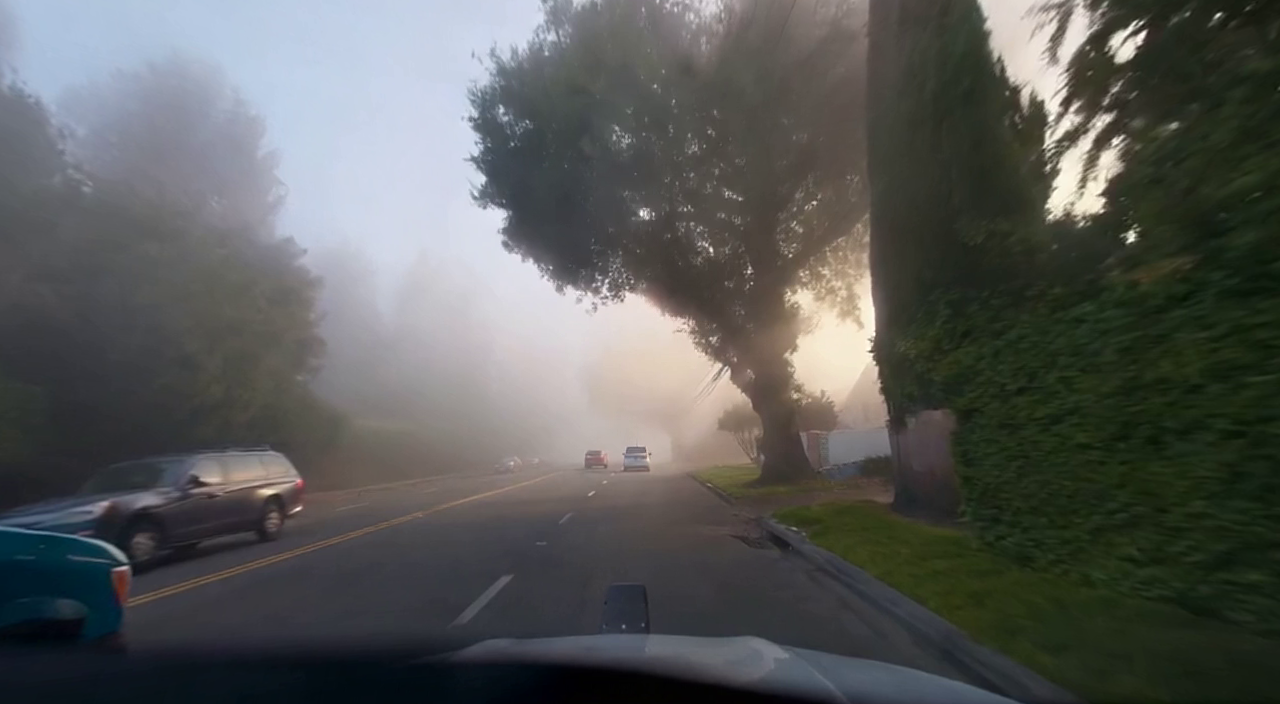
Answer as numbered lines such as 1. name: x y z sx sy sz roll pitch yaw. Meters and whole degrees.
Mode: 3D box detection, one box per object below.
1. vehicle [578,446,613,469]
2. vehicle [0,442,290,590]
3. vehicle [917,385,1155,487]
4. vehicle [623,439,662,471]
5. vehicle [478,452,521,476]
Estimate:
1. vehicle: -2.962 7.145 43.016 1.968 1.472 4.489 0 -8 2
2. vehicle: -7.534 2.219 9.470 1.977 1.680 4.245 -1 -8 2
3. vehicle: 8.942 1.957 14.568 3.992 1.722 1.911 -7 -9 2
4. vehicle: 0.158 5.902 36.192 2.120 1.718 3.909 0 -8 0
5. vehicle: -9.741 7.812 44.120 1.879 1.494 4.445 -1 -8 2
